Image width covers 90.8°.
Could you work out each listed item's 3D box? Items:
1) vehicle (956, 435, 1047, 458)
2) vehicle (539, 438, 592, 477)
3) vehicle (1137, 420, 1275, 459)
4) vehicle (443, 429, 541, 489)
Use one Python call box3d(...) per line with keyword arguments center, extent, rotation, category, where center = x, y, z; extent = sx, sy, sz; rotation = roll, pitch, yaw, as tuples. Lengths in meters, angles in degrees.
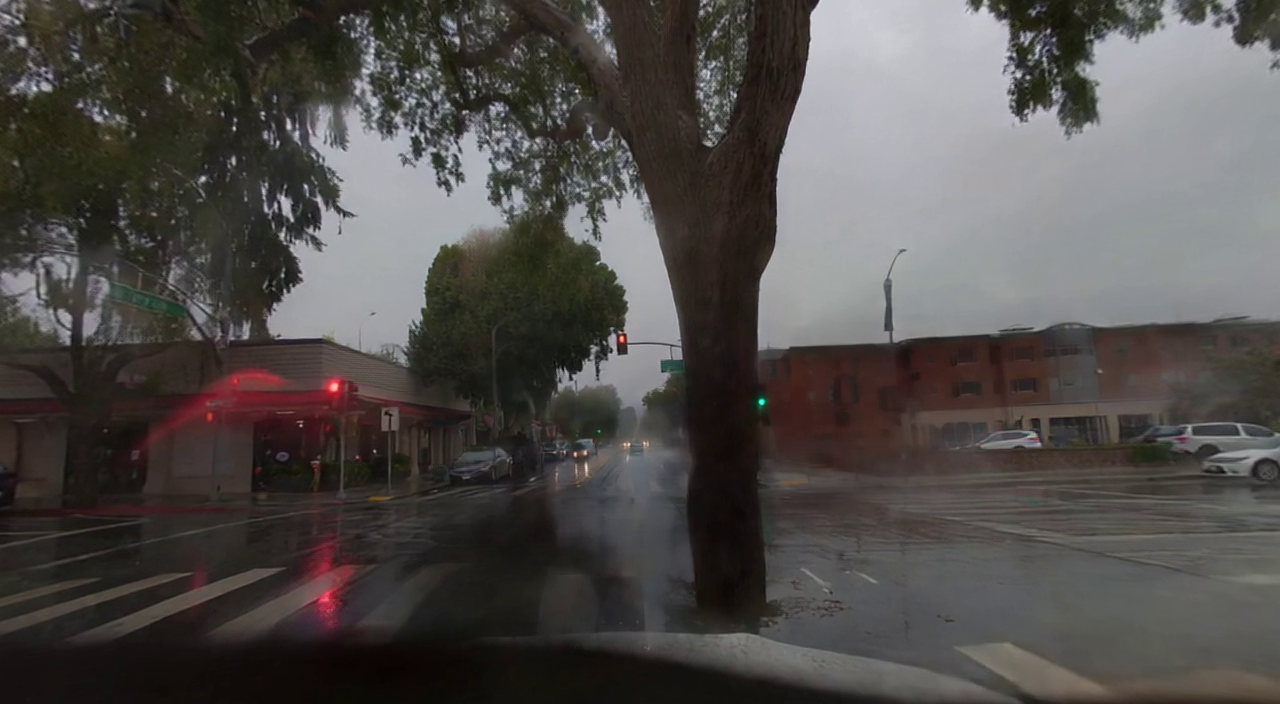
box3d(center=(25.007, 6.552, 43.840), extent=(5.172, 1.515, 1.851), rotation=(0, -9, -2), category="vehicle")
box3d(center=(-3.648, 5.286, 31.920), extent=(2.120, 1.783, 4.788), rotation=(0, -9, 0), category="vehicle")
box3d(center=(33.274, 5.162, 37.245), extent=(5.969, 2.149, 2.331), rotation=(0, -9, -3), category="vehicle")
box3d(center=(-6.500, 4.836, 28.973), extent=(2.896, 2.339, 7.322), rotation=(0, -9, -1), category="vehicle")
